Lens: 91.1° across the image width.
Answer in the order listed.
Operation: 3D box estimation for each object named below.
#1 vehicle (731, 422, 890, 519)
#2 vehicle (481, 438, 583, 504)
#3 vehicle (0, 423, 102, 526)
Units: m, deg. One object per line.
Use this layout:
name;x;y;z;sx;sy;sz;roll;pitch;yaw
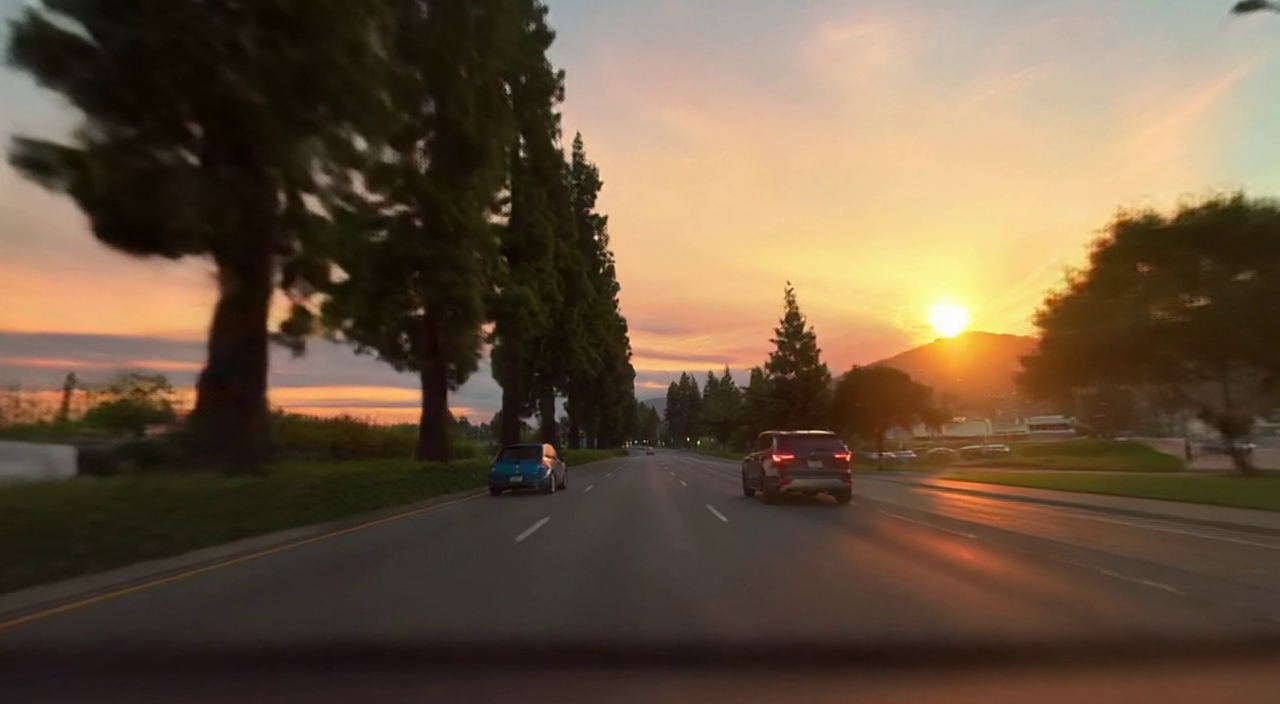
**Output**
vehicle;3.519;2.561;14.141;2.087;1.759;5.040;0;-8;-1
vehicle;-2.904;3.304;17.920;2.025;1.635;4.293;0;-8;1
vehicle;-19.828;3.289;16.496;2.891;2.907;9.406;0;-9;1
